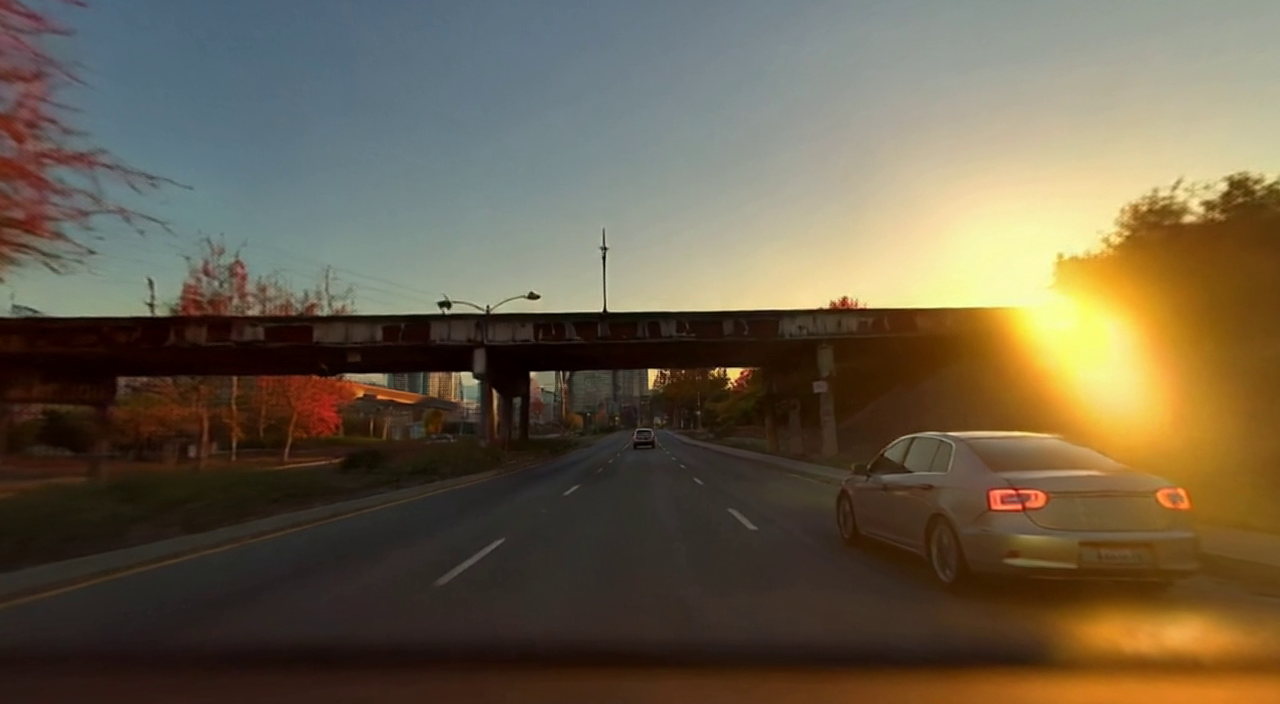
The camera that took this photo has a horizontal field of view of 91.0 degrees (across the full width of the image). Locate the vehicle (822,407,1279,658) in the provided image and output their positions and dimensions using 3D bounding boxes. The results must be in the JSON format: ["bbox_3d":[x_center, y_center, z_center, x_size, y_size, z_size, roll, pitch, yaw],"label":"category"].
[{"bbox_3d":[3.486,1.461,6.196,2.063,1.542,4.420,0,-9,0],"label":"vehicle"}]
